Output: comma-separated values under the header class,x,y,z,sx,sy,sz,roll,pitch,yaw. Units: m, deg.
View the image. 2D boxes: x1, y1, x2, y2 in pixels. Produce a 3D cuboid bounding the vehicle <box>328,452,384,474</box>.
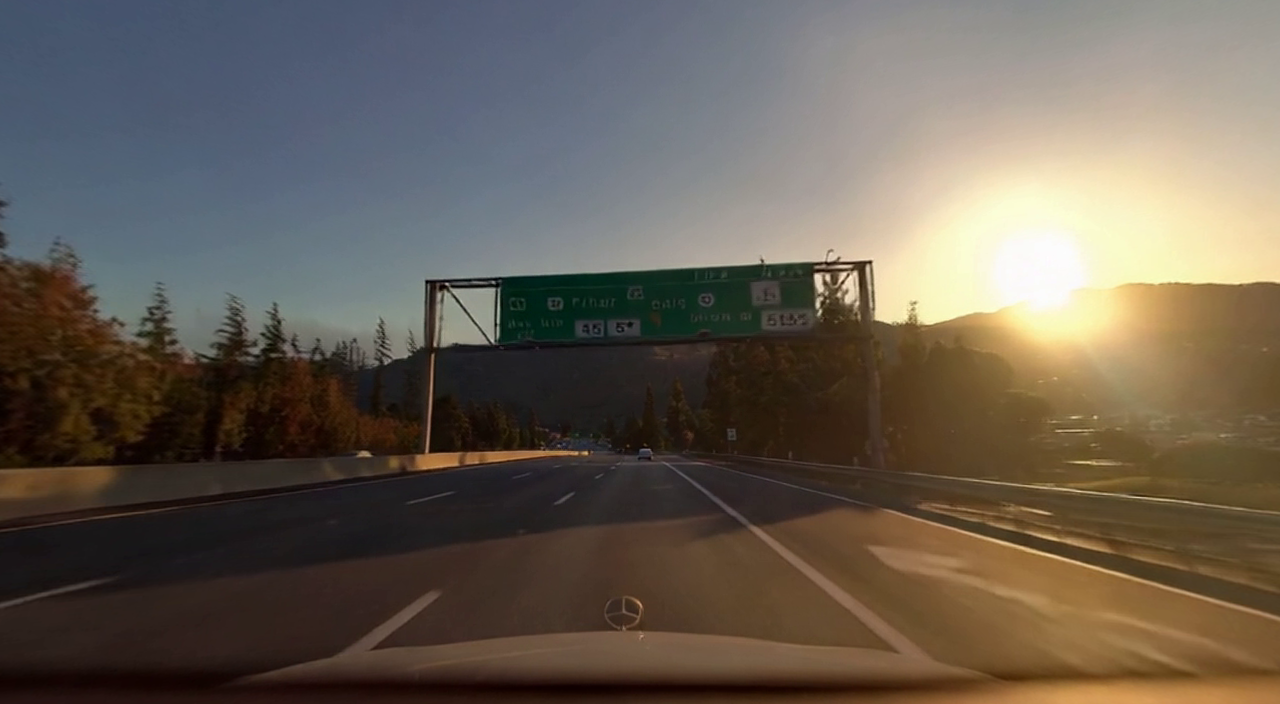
class,x,y,z,sx,sy,sz,roll,pitch,yaw
vehicle,-20.831,8.166,46.611,1.922,1.499,4.595,0,-9,1
